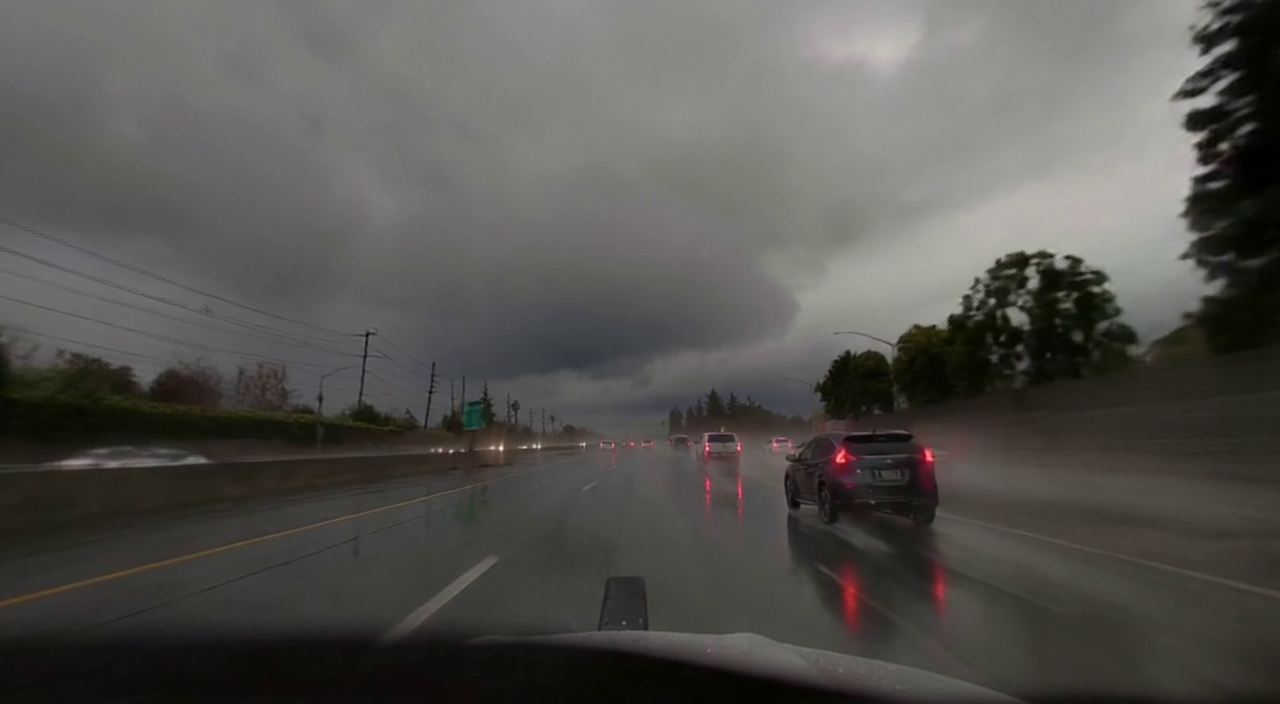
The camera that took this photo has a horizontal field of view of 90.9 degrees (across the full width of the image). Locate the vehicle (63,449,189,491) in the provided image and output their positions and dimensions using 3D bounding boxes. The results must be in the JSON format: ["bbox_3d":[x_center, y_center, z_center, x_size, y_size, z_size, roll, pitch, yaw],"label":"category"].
[{"bbox_3d":[-18.990,4.345,23.508,1.662,1.396,3.501,0,-8,1],"label":"vehicle"}]

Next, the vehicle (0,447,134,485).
[{"bbox_3d":[-25.772,5.079,28.476,2.049,1.494,4.540,0,-8,1],"label":"vehicle"}]

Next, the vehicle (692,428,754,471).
[{"bbox_3d":[4.138,4.987,32.411,2.442,2.022,5.466,0,-8,0],"label":"vehicle"}]

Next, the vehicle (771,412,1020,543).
[{"bbox_3d":[3.697,1.906,10.240,2.146,1.639,4.475,0,-8,0],"label":"vehicle"}]
